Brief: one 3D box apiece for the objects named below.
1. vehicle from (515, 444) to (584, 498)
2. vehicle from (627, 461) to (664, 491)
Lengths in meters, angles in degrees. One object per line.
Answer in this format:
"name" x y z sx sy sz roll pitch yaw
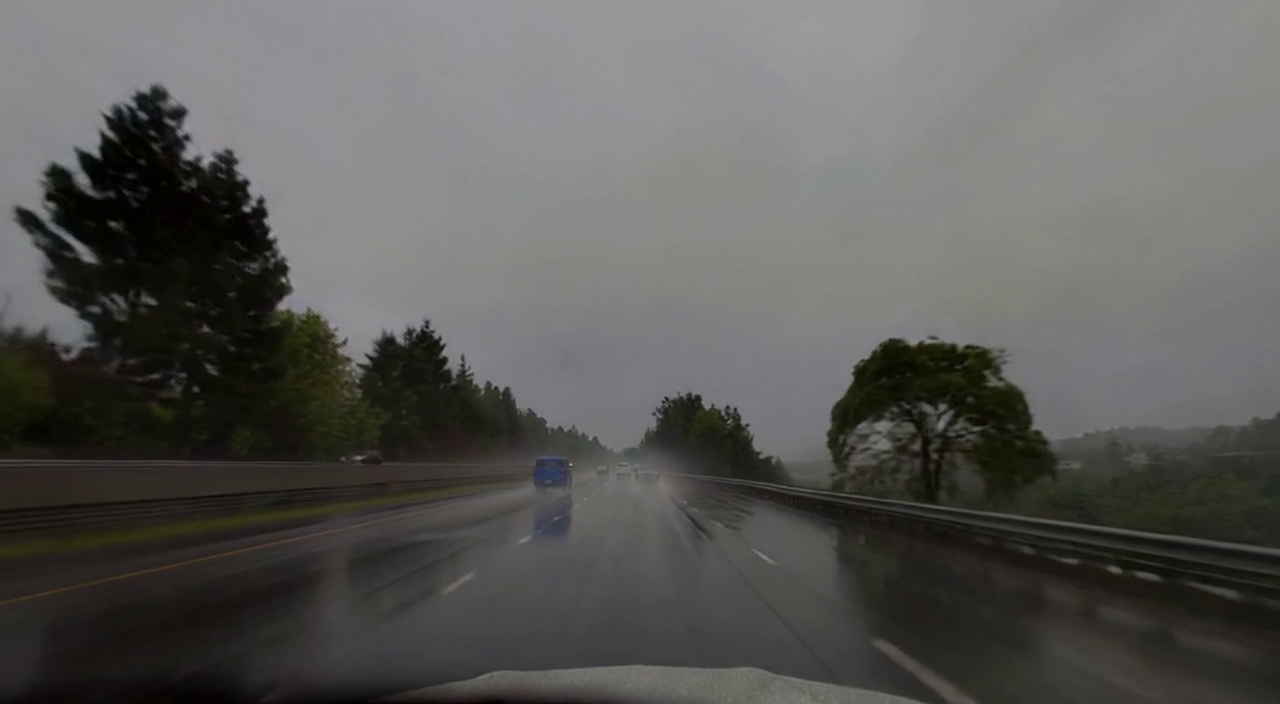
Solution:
"vehicle" -3.825 5.187 27.619 2.237 2.113 4.815 0 -10 1
"vehicle" 0.283 6.976 35.419 1.905 1.559 3.491 1 -10 -2
